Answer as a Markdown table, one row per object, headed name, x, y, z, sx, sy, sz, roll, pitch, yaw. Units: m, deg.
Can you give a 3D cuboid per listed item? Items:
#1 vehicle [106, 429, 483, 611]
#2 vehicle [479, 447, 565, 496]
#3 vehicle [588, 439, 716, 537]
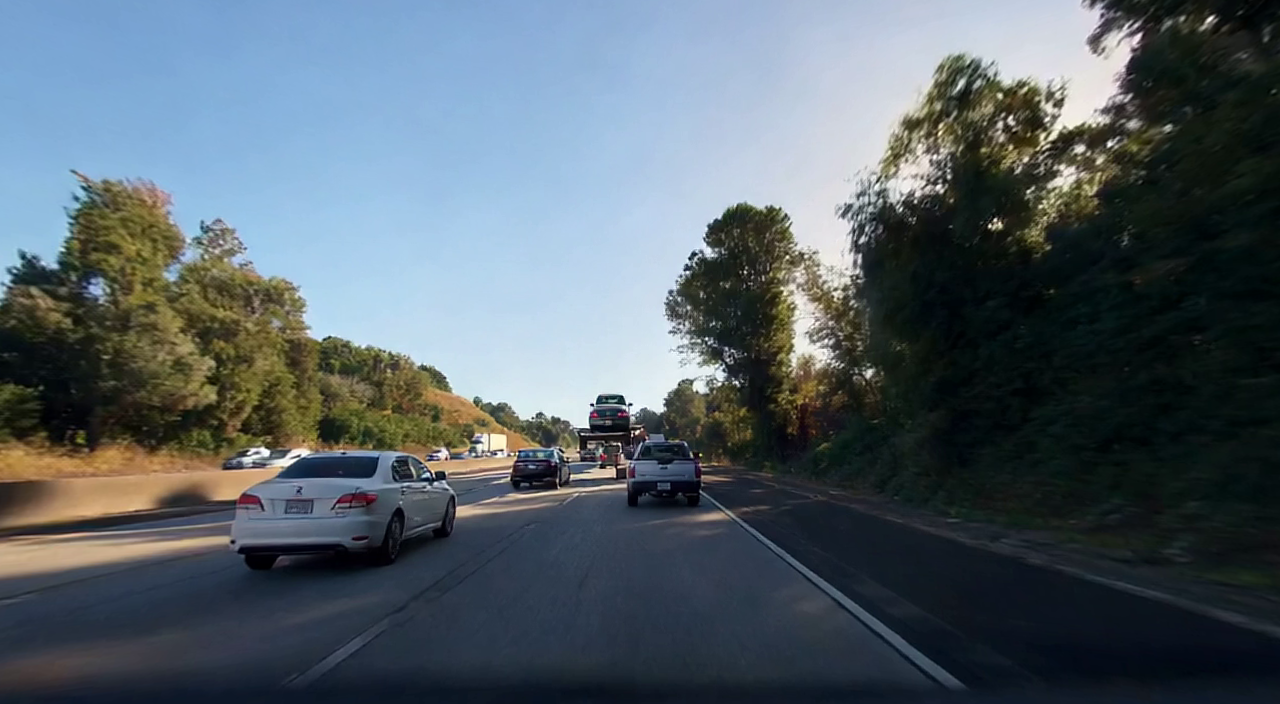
| name | x | y | z | sx | sy | sz | roll | pitch | yaw |
| --- | --- | --- | --- | --- | --- | --- | --- | --- | --- |
| vehicle | -3.376 | 1.704 | 7.229 | 2.149 | 1.497 | 3.753 | 0 | -9 | 0 |
| vehicle | -3.838 | 3.956 | 21.330 | 1.947 | 1.470 | 4.526 | 0 | -9 | 1 |
| vehicle | 0.160 | 2.393 | 11.607 | 1.991 | 1.507 | 3.391 | 0 | -9 | -1 |
